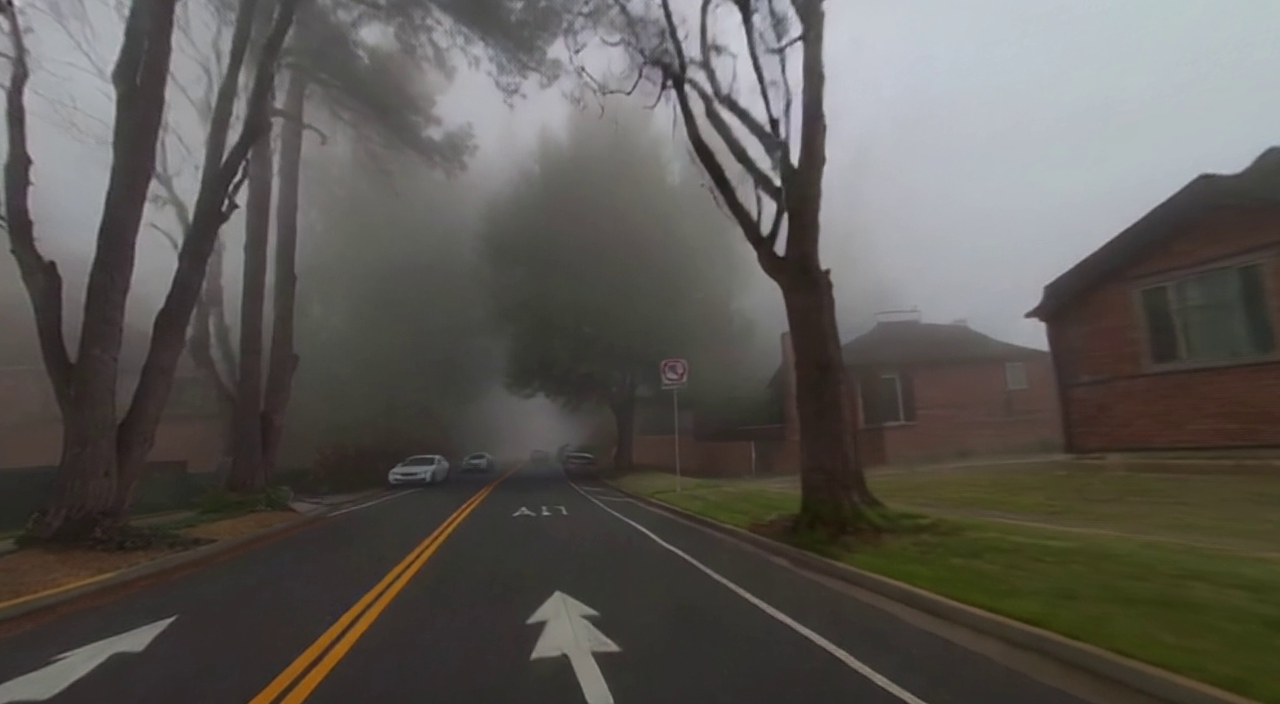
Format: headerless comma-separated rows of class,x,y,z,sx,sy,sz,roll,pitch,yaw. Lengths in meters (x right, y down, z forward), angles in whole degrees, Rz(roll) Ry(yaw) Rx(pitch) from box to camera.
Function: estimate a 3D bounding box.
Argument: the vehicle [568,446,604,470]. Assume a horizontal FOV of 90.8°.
vehicle,-4.277,8.267,49.326,1.937,1.752,4.574,2,-9,-15
